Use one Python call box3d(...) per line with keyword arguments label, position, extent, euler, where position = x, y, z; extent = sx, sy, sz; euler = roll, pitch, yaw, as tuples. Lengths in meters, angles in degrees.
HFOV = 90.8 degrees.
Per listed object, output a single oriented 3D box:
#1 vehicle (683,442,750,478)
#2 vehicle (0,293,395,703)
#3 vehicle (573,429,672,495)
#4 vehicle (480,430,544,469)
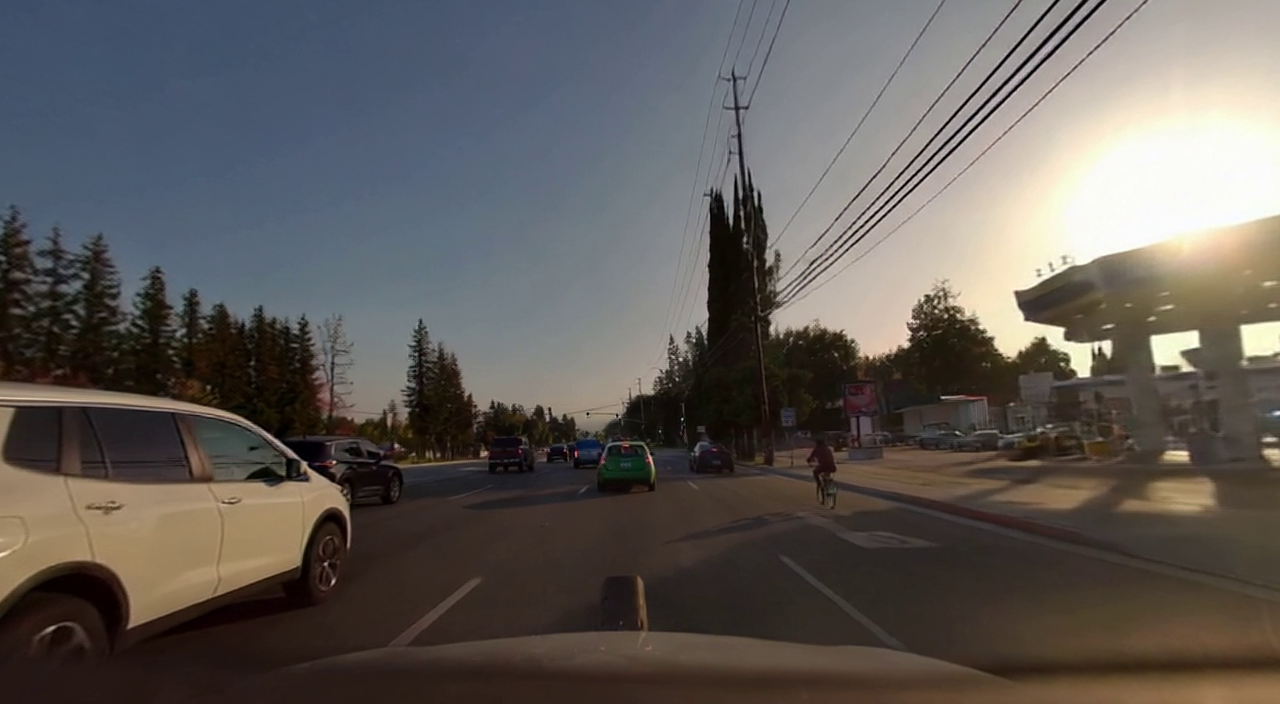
box3d(label="vehicle", position=(2.997, 4.326, 25.680), extent=(2.065, 1.302, 4.416), euler=(0, -8, -1))
box3d(label="vehicle", position=(-3.125, 0.783, 3.154), extent=(1.922, 1.642, 4.547), euler=(-1, -8, 1))
box3d(label="vehicle", position=(-0.397, 2.763, 16.165), extent=(2.189, 1.437, 4.135), euler=(0, -8, 0))
box3d(label="vehicle", position=(-6.783, 5.259, 34.177), extent=(2.385, 1.918, 5.056), euler=(0, -8, 0))
